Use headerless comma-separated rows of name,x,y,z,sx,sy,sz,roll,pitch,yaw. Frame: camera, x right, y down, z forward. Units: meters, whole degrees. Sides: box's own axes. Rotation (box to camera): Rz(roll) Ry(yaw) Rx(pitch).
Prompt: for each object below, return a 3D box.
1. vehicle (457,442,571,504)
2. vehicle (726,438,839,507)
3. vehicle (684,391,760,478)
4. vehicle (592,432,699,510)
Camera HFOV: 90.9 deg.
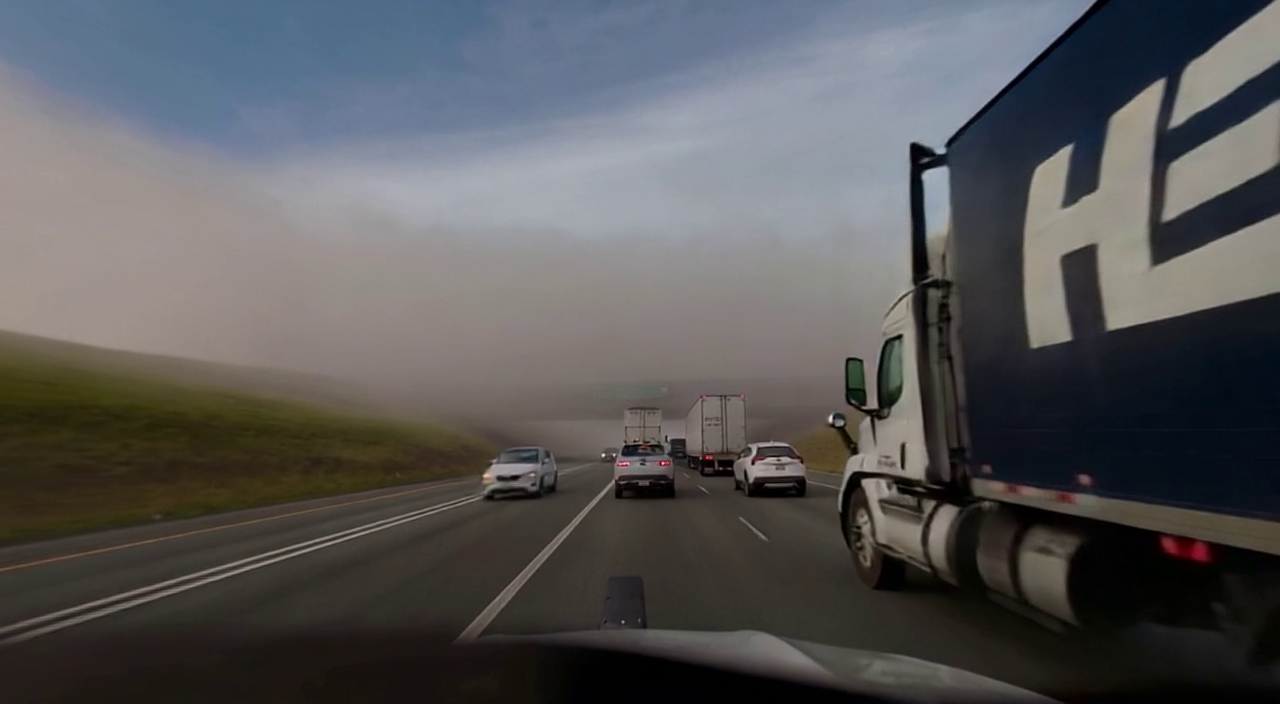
vehicle,-3.318,3.302,17.586,2.091,1.489,4.397,-1,-9,3
vehicle,3.449,2.999,16.071,1.972,1.505,3.946,-1,-9,0
vehicle,4.015,4.296,32.310,2.948,3.974,6.480,-1,-9,0
vehicle,0.168,2.853,15.504,2.256,1.615,4.114,-1,-9,2
